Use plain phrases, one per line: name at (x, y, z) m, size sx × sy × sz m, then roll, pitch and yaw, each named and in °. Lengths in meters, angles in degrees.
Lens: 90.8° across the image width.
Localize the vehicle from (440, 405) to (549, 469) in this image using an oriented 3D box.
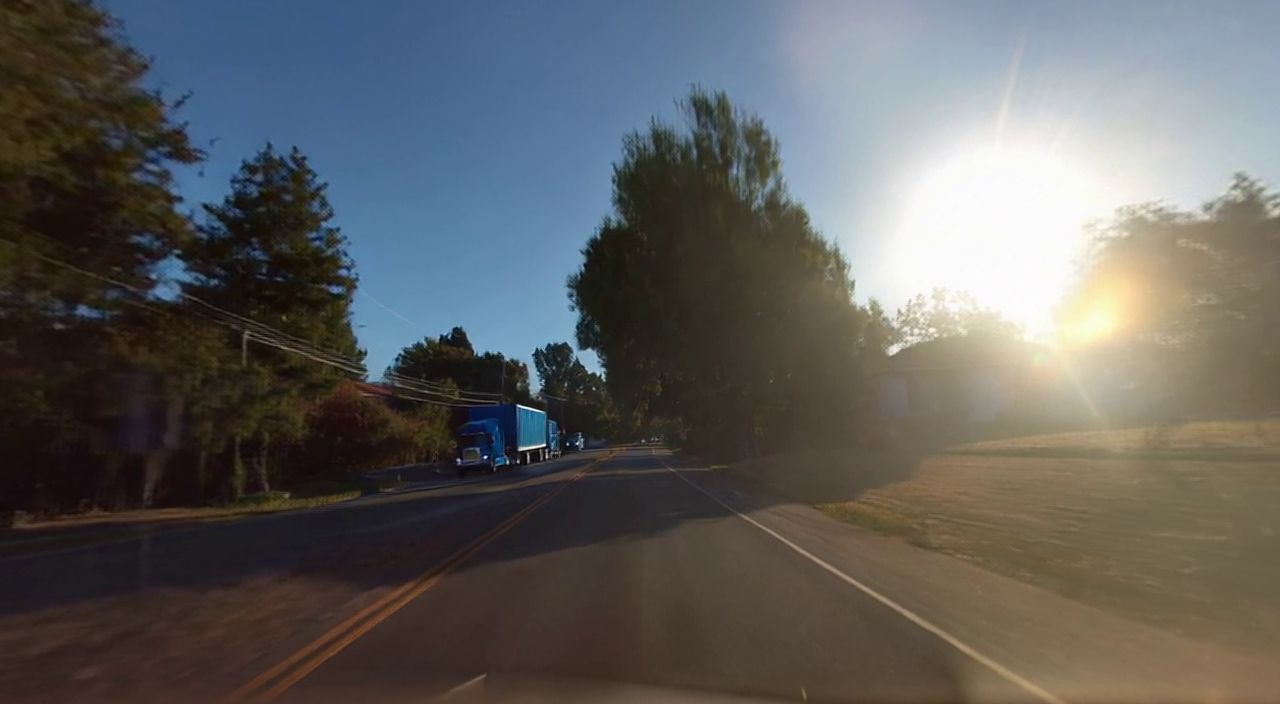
vehicle at (-9.668, 6.053, 43.486) m, size 5.596 × 3.130 × 8.972 m, roll -3°, pitch -14°, yaw -2°
